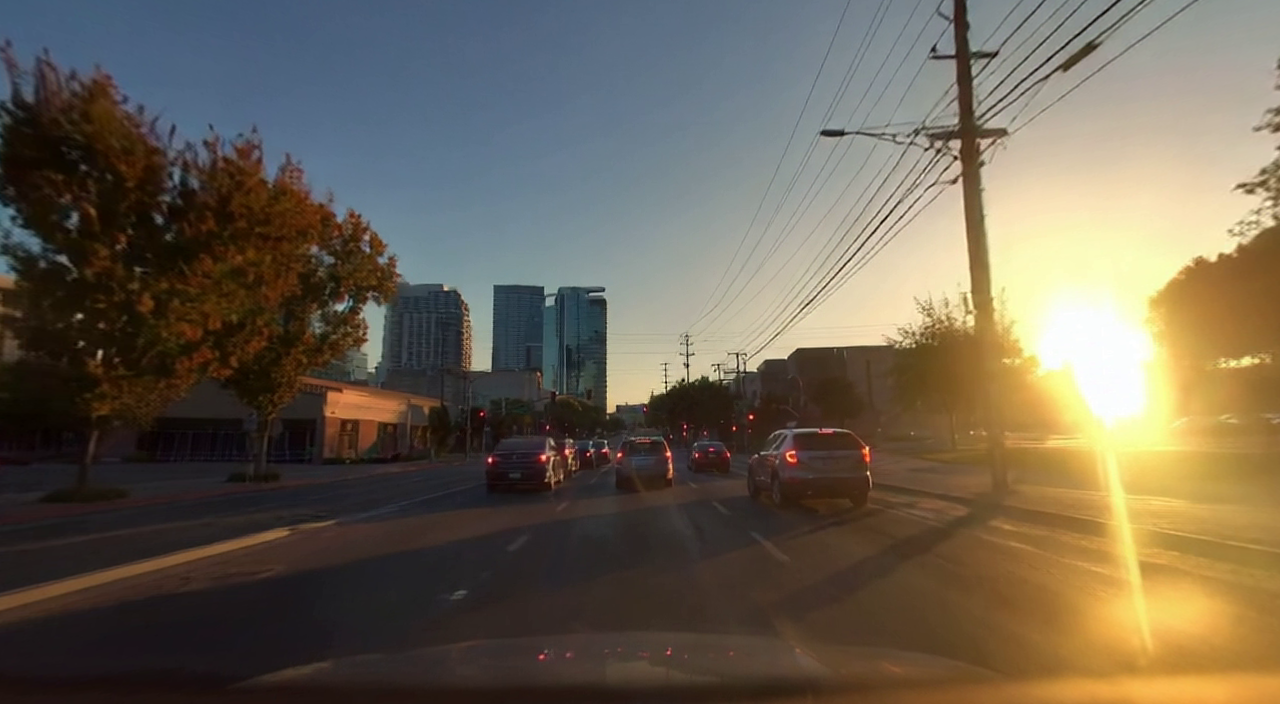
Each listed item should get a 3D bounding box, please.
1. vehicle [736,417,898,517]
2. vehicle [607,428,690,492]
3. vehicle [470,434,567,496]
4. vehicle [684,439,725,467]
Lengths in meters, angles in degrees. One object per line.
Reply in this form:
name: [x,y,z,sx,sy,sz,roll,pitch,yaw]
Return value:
vehicle: [3.422,2.335,13.282,2.024,1.711,4.512,0,-8,-1]
vehicle: [0.199,3.160,18.794,2.200,1.653,4.127,0,-8,-1]
vehicle: [-3.200,3.072,17.588,2.104,1.488,4.546,0,-8,-4]
vehicle: [3.664,5.813,36.489,1.880,1.503,4.130,0,-8,-1]
